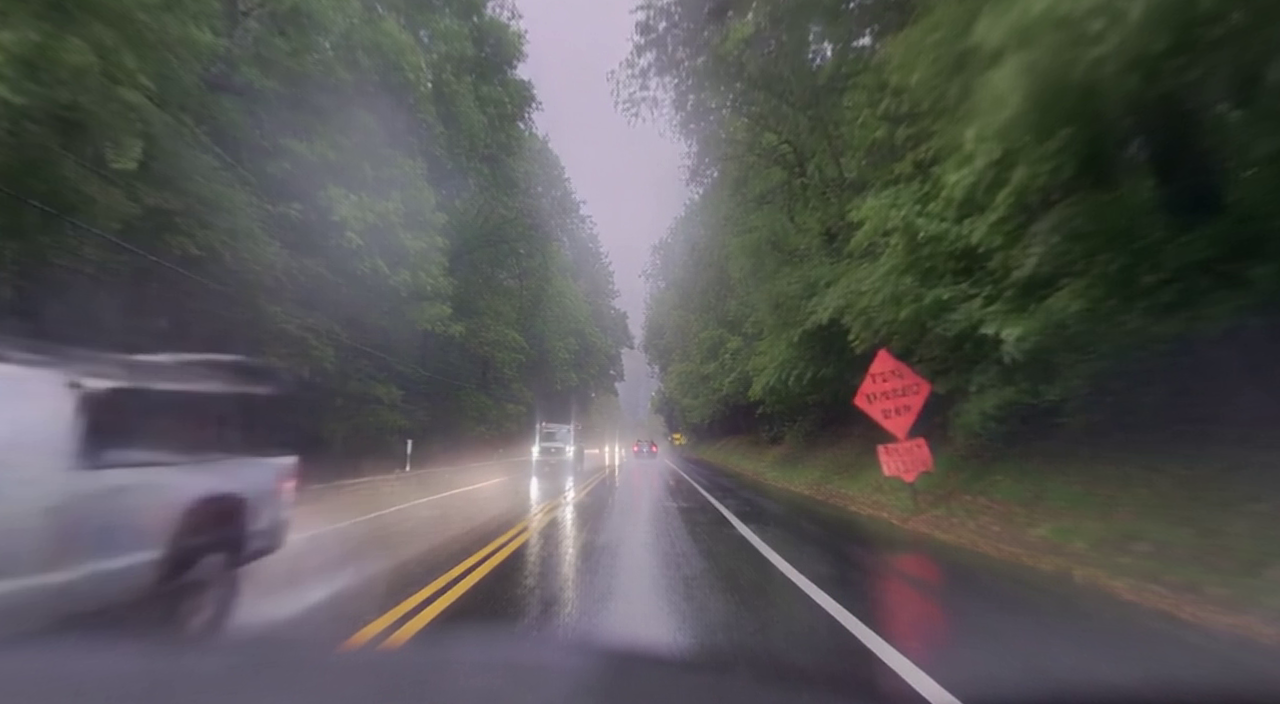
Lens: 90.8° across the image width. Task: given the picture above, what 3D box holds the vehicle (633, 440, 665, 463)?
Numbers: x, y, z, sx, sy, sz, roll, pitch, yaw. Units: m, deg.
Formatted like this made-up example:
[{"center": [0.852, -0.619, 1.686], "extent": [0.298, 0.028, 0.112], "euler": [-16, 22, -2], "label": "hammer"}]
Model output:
[{"center": [0.619, 6.749, 43.042], "extent": [2.067, 1.486, 3.861], "euler": [0, -9, 0], "label": "vehicle"}]

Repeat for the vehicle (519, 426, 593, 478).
[{"center": [-3.664, 4.561, 28.898], "extent": [2.441, 2.113, 5.738], "euler": [0, -9, 1], "label": "vehicle"}]

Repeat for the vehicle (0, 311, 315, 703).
[{"center": [-4.264, 0.832, 2.983], "extent": [2.461, 2.030, 5.478], "euler": [0, -9, 1], "label": "vehicle"}]
